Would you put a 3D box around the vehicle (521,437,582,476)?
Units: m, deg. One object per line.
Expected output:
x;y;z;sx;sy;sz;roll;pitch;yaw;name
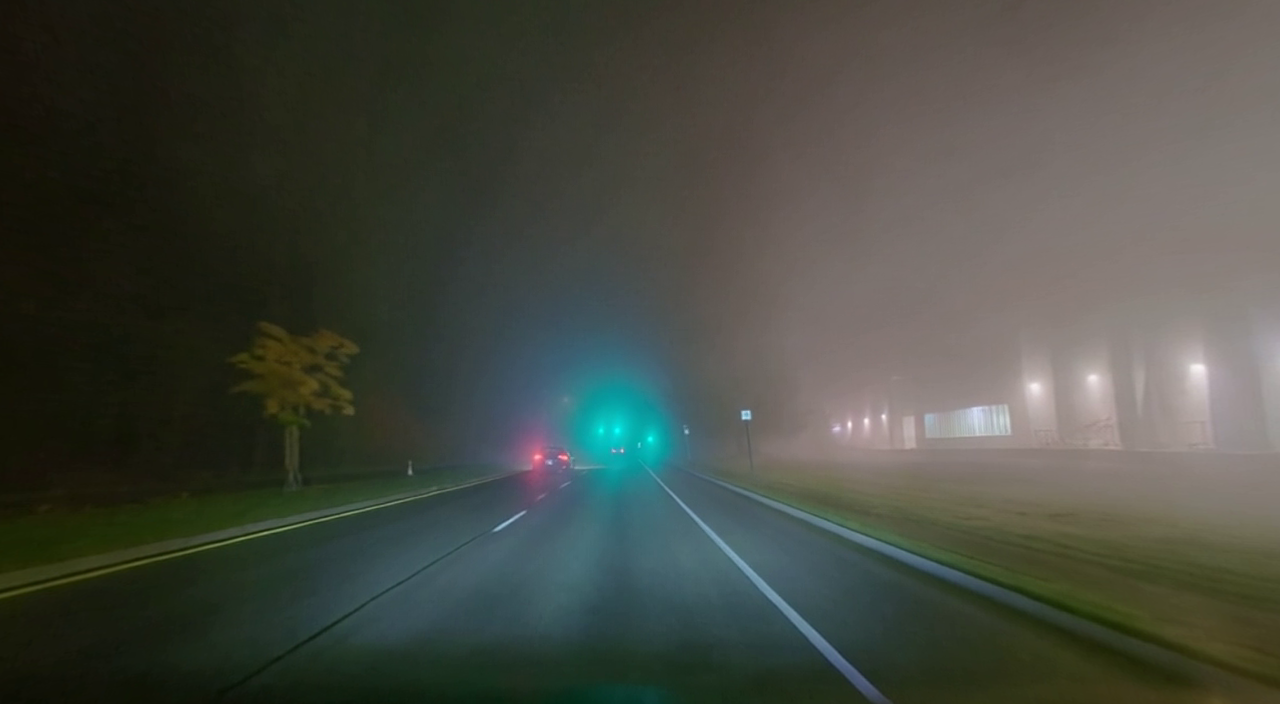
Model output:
-4.117;4.943;30.117;2.202;1.685;4.772;0;-8;0;vehicle
